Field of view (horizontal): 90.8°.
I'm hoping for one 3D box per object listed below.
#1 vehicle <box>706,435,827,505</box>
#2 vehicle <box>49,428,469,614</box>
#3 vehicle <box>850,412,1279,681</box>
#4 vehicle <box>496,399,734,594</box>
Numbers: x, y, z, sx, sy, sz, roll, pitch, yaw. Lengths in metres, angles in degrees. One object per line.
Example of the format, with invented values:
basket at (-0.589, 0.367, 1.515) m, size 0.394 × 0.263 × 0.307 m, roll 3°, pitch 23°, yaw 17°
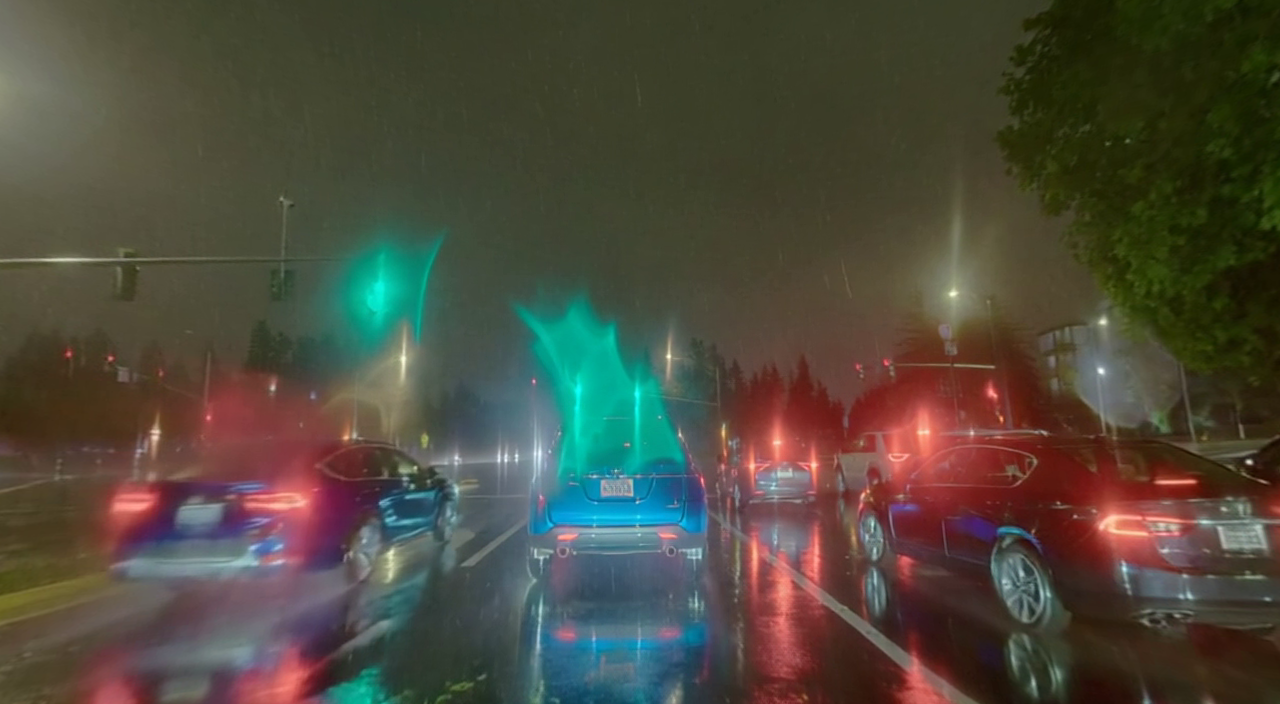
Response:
vehicle at (2.967, 2.860, 15.778) m, size 1.950 × 1.506 × 4.086 m, roll 0°, pitch -8°, yaw -3°
vehicle at (-3.649, 1.684, 7.352) m, size 2.063 × 1.454 × 4.553 m, roll 0°, pitch -8°, yaw 0°
vehicle at (3.613, 1.392, 5.696) m, size 1.861 × 1.478 × 4.185 m, roll 0°, pitch -8°, yaw -2°
vehicle at (-0.281, 1.567, 7.634) m, size 2.101 × 1.707 × 3.904 m, roll 0°, pitch -8°, yaw -2°
